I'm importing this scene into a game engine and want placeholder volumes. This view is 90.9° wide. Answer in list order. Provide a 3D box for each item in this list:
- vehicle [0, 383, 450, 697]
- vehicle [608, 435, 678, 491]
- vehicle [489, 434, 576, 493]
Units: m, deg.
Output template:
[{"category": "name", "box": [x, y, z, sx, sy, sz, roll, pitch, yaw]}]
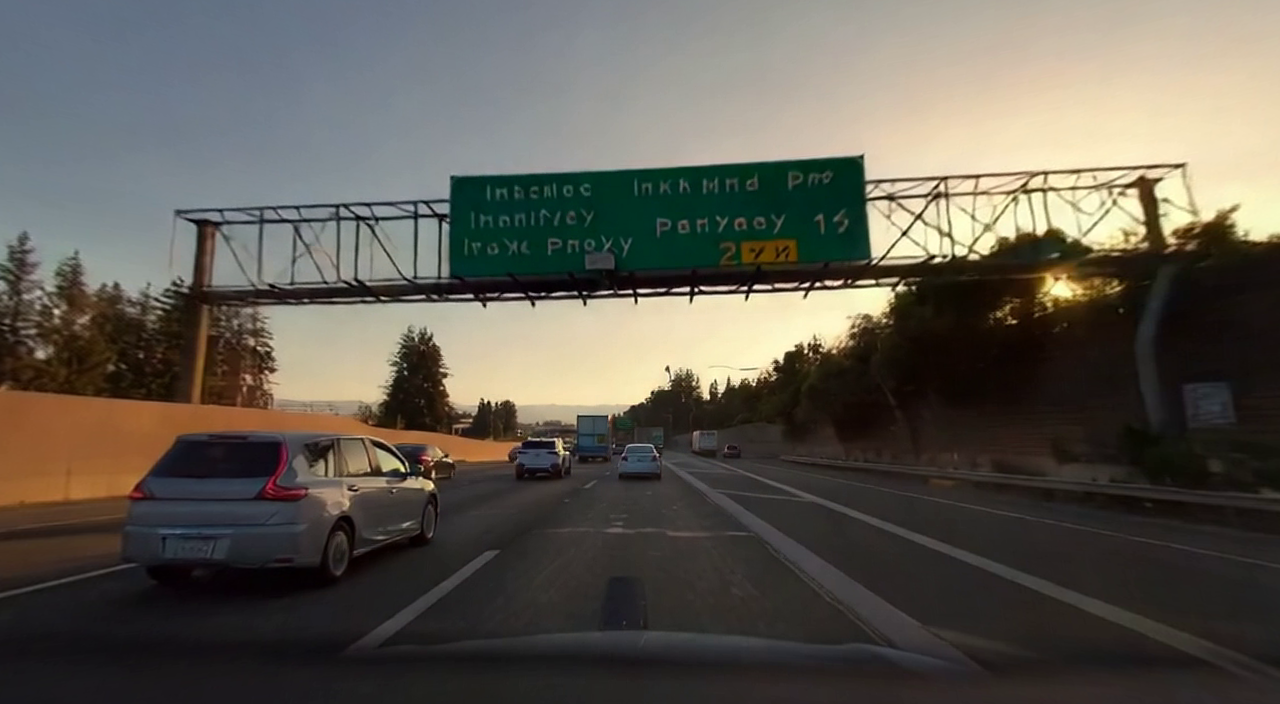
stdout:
[{"category": "vehicle", "box": [-3.514, 1.343, 5.681, 2.209, 1.711, 4.296, 0, -8, 1]}, {"category": "vehicle", "box": [0.118, 3.762, 21.711, 2.180, 1.716, 3.920, 0, -8, 1]}, {"category": "vehicle", "box": [-3.530, 3.758, 21.718, 2.125, 1.792, 4.466, 0, -8, 1]}]
